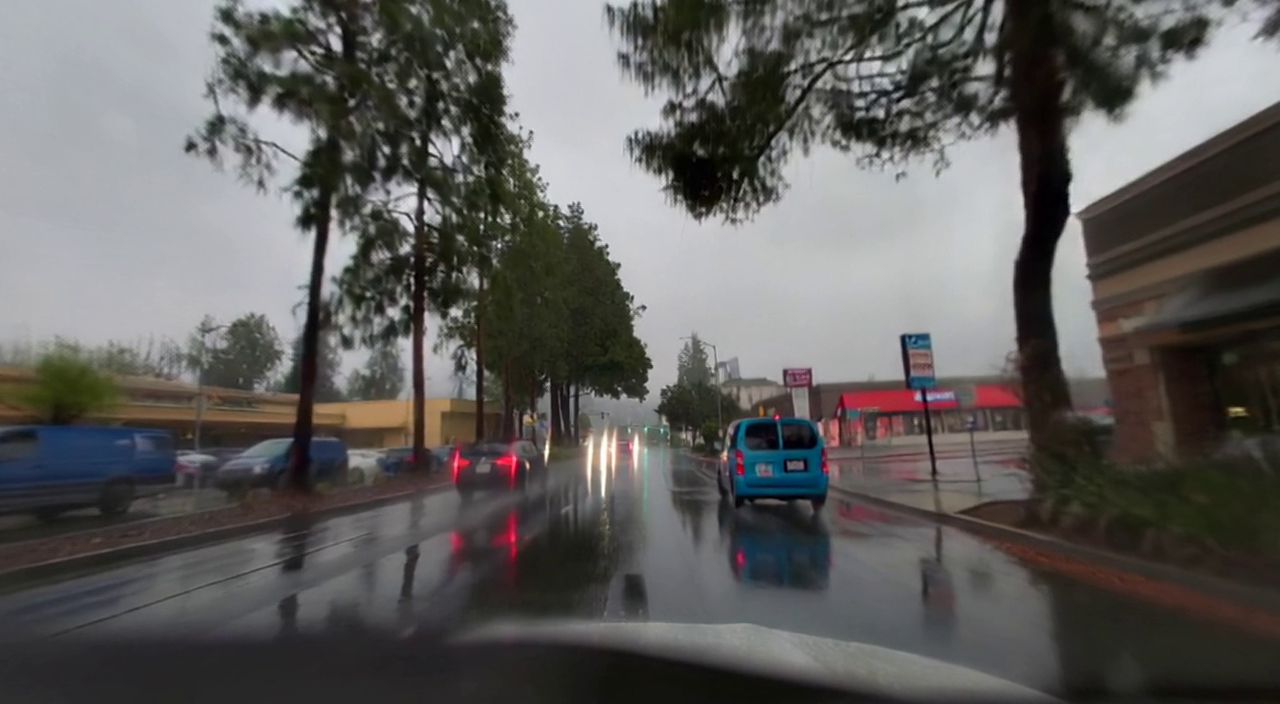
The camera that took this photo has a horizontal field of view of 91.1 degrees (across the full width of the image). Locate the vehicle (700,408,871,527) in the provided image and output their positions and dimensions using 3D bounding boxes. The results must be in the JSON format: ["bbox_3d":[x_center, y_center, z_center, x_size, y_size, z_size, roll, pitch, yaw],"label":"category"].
[{"bbox_3d":[2.405,2.087,11.790,2.293,1.779,4.457,-1,-8,2],"label":"vehicle"}]

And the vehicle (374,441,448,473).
[{"bbox_3d":[-11.303,5.214,31.357,1.959,1.488,4.390,-1,-8,2],"label":"vehicle"}]

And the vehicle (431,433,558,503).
[{"bbox_3d":[-3.412,2.822,15.669,1.966,1.481,4.385,-1,-8,2],"label":"vehicle"}]

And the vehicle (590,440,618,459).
[{"bbox_3d":[-2.761,7.607,48.950,1.840,1.442,4.050,0,-8,1],"label":"vehicle"}]

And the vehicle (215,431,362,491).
[{"bbox_3d":[-11.801,3.685,21.605,2.117,1.787,4.917,0,-8,1],"label":"vehicle"}]

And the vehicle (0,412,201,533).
[{"bbox_3d":[-11.918,2.311,12.463,2.359,2.018,5.504,0,-8,1],"label":"vehicle"}]
